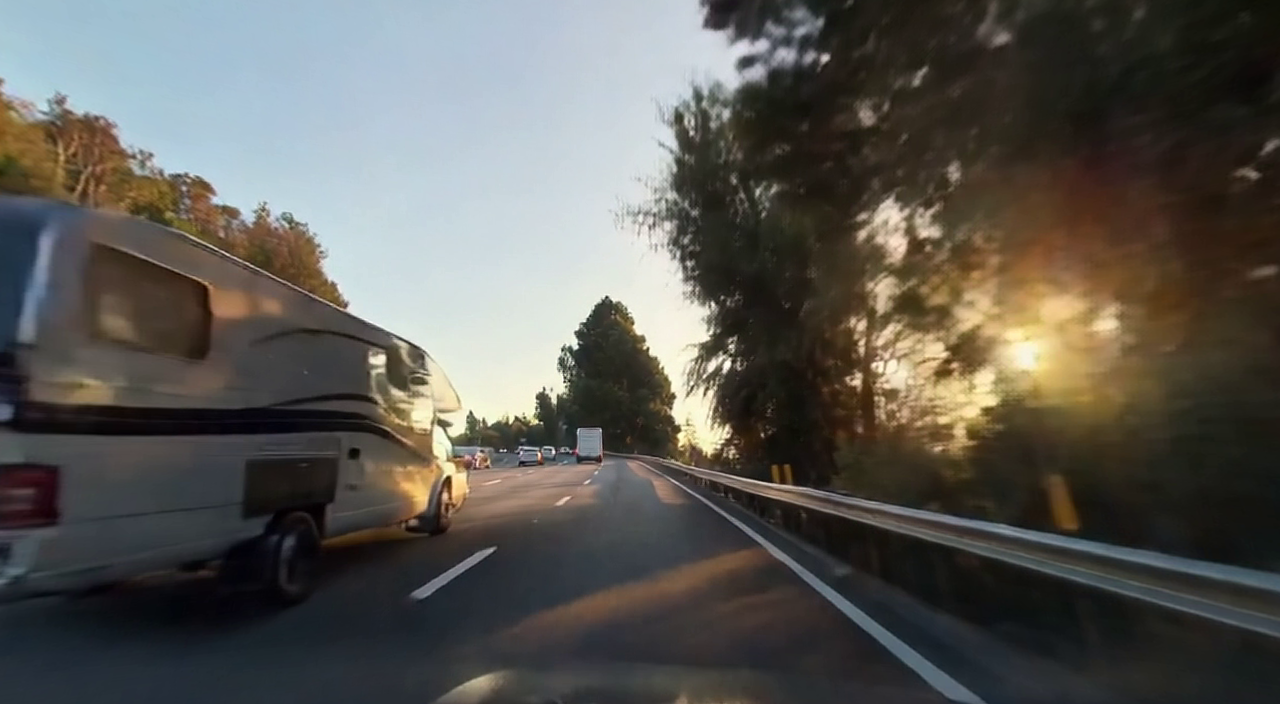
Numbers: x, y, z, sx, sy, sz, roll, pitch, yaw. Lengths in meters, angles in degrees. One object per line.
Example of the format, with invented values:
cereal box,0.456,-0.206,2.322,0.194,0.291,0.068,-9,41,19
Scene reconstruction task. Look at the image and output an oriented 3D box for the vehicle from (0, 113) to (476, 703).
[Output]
vehicle,-4.125,0.820,6.854,2.542,2.965,7.637,0,-9,0
